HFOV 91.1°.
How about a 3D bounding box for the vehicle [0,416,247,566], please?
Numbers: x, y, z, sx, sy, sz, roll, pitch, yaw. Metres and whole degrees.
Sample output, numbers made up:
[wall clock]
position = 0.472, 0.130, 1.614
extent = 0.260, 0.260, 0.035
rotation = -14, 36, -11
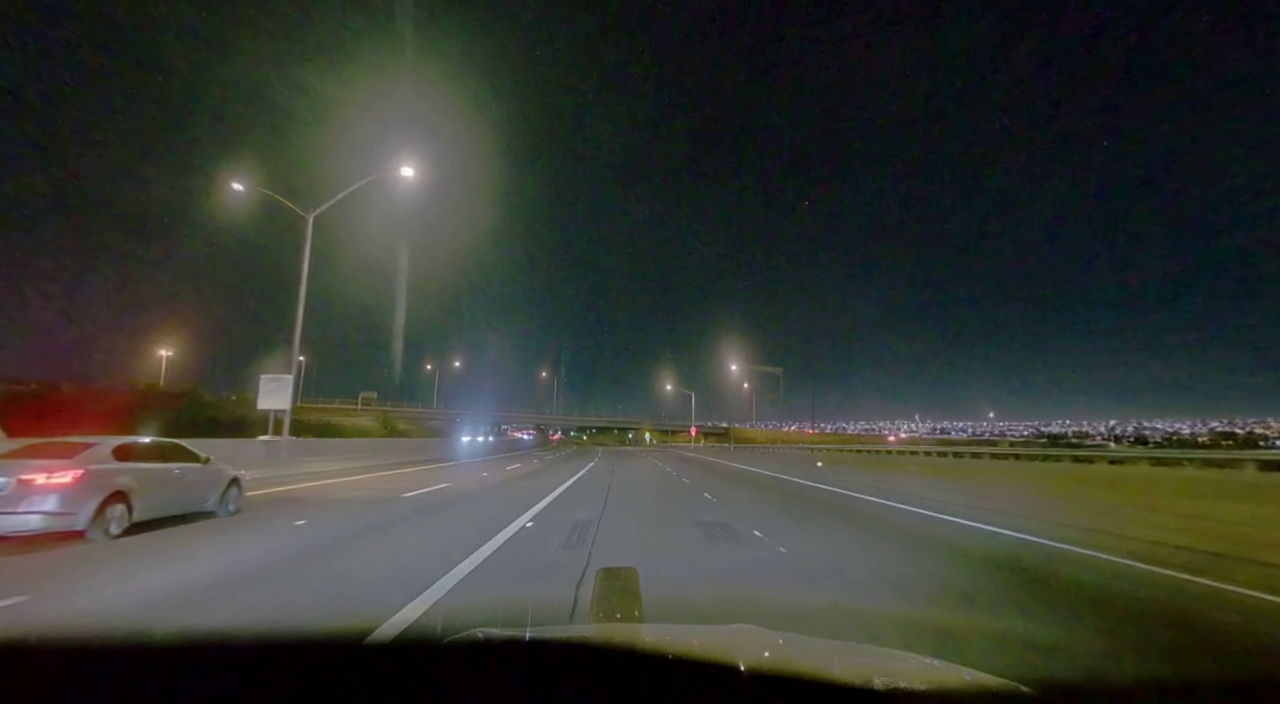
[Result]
[vehicle]
position = -7.377, 1.631, 8.043
extent = 1.979, 1.476, 4.324
rotation = 0, -8, -1
